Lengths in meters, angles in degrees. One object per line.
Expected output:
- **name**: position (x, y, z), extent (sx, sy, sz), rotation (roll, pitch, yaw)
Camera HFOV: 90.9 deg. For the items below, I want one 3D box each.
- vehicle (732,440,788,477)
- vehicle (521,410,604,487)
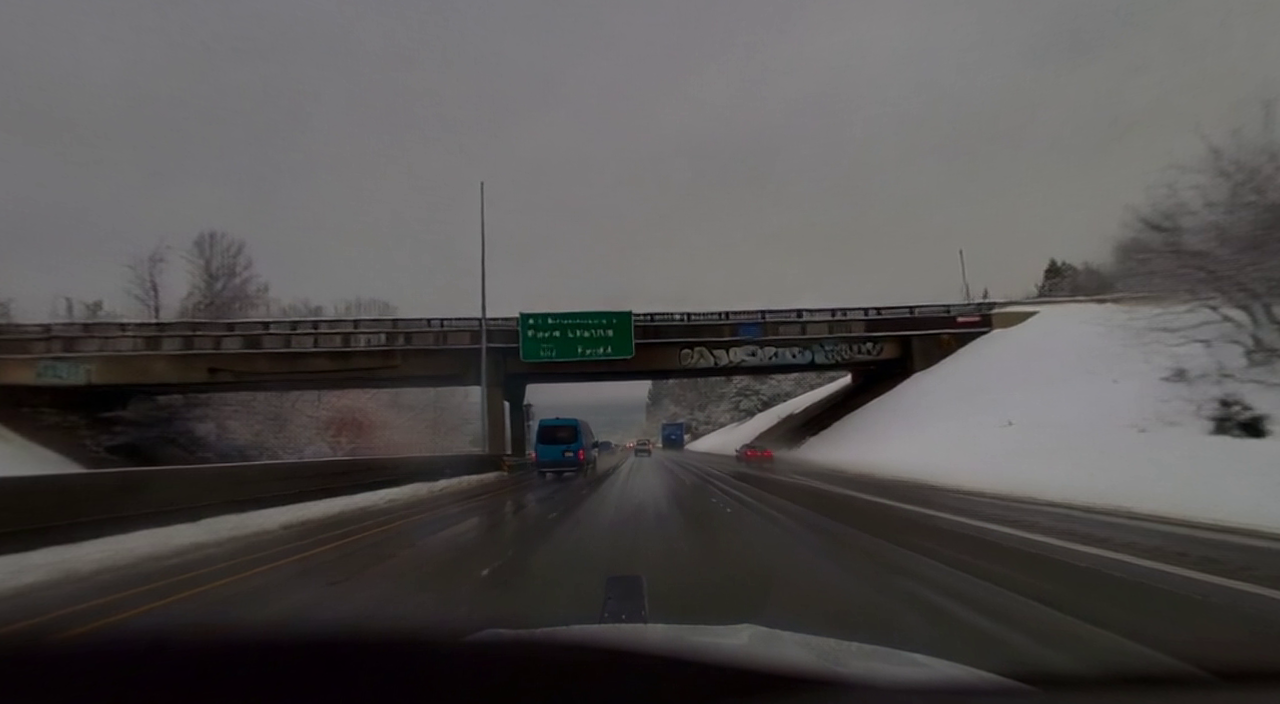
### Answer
- **vehicle**: position (5.764, 5.180, 30.719), extent (1.936, 1.664, 4.198), rotation (0, -9, 1)
- **vehicle**: position (-2.860, 3.800, 24.831), extent (2.451, 2.627, 5.868), rotation (0, -9, 1)
